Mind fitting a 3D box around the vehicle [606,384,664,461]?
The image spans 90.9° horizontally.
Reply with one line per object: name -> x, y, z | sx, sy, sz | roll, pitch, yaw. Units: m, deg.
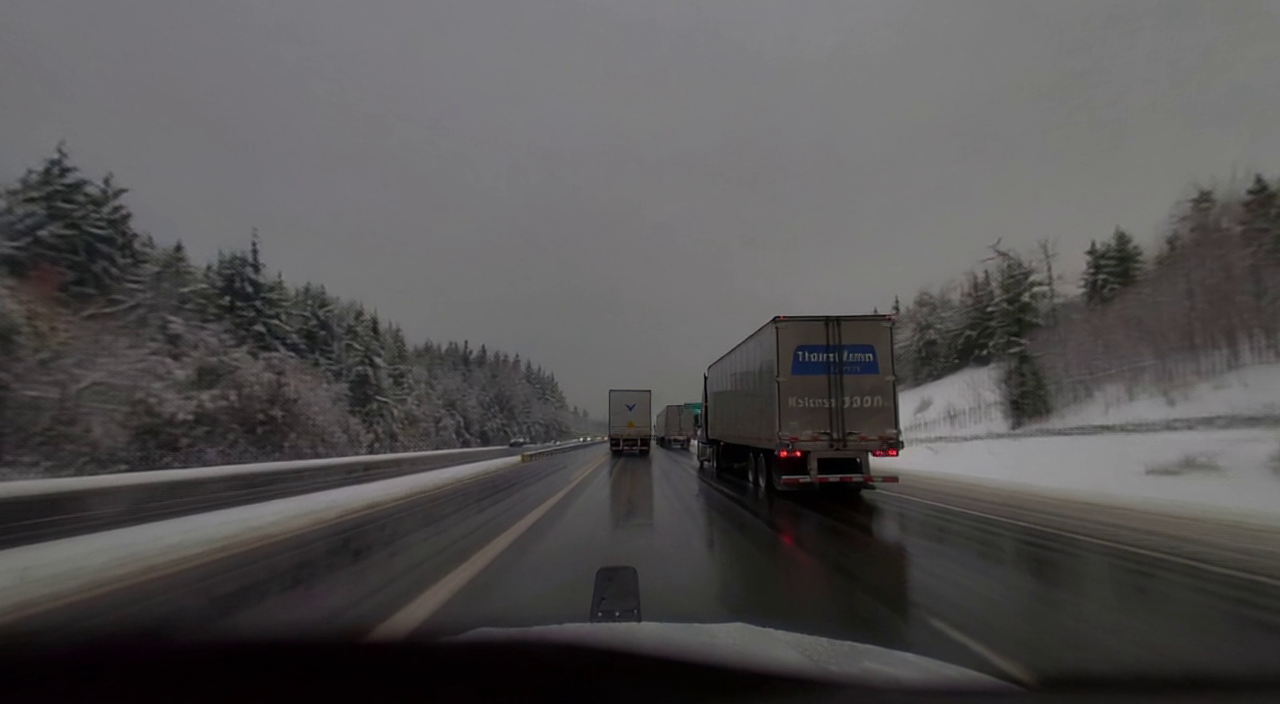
vehicle -> -0.320, 4.325, 37.668 | 2.958, 3.917, 10.196 | 0, -8, -1

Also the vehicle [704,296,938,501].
vehicle -> 4.348, 1.871, 19.907 | 2.856, 4.145, 14.500 | 0, -8, -1
